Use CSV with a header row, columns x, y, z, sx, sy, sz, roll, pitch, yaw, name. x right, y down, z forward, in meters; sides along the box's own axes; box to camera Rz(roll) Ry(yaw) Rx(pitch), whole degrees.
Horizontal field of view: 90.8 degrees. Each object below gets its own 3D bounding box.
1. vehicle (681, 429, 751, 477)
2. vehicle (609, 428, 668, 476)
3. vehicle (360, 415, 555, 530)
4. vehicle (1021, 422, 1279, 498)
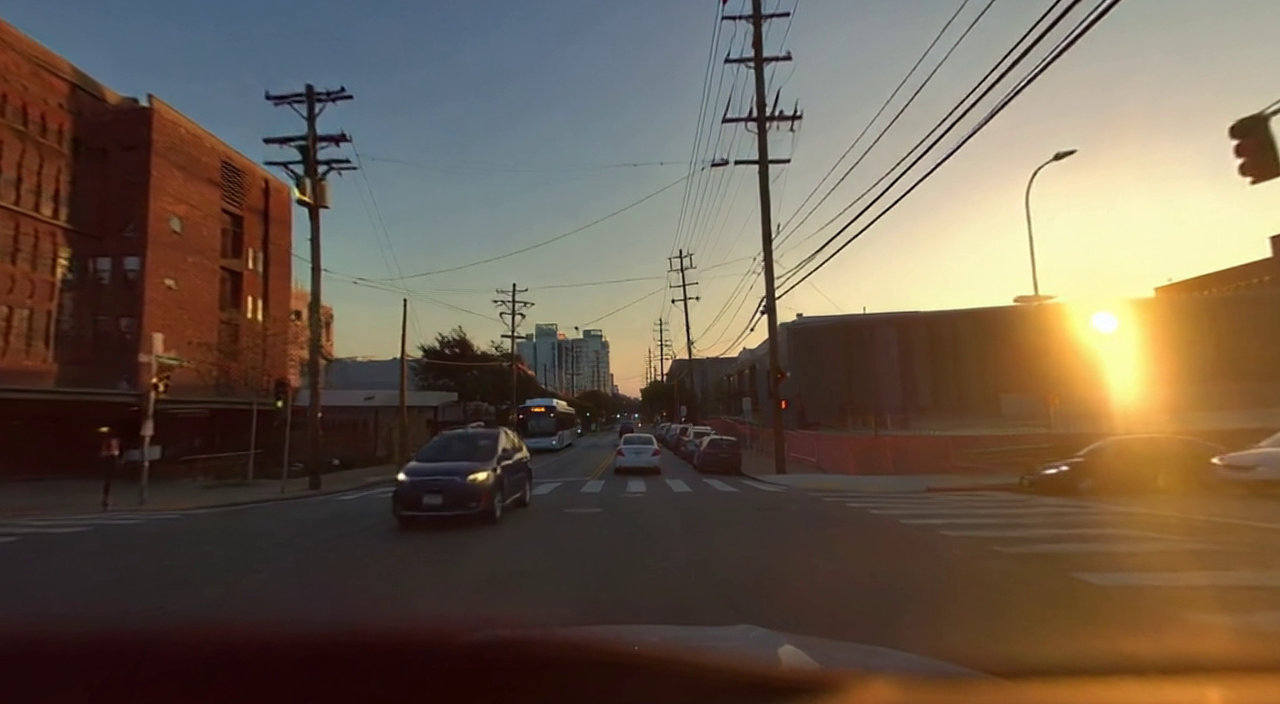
x,y,z,sx,sy,sz,roll,pitch,yaw,name
2.912,4.056,25.379,2.171,1.751,4.373,0,-9,-1,vehicle
-0.125,4.063,25.754,2.190,1.783,4.048,0,-9,-2,vehicle
-3.480,2.473,13.664,2.474,1.926,5.823,0,-9,0,vehicle
12.024,2.558,15.022,4.576,1.650,1.980,-1,-9,2,vehicle
